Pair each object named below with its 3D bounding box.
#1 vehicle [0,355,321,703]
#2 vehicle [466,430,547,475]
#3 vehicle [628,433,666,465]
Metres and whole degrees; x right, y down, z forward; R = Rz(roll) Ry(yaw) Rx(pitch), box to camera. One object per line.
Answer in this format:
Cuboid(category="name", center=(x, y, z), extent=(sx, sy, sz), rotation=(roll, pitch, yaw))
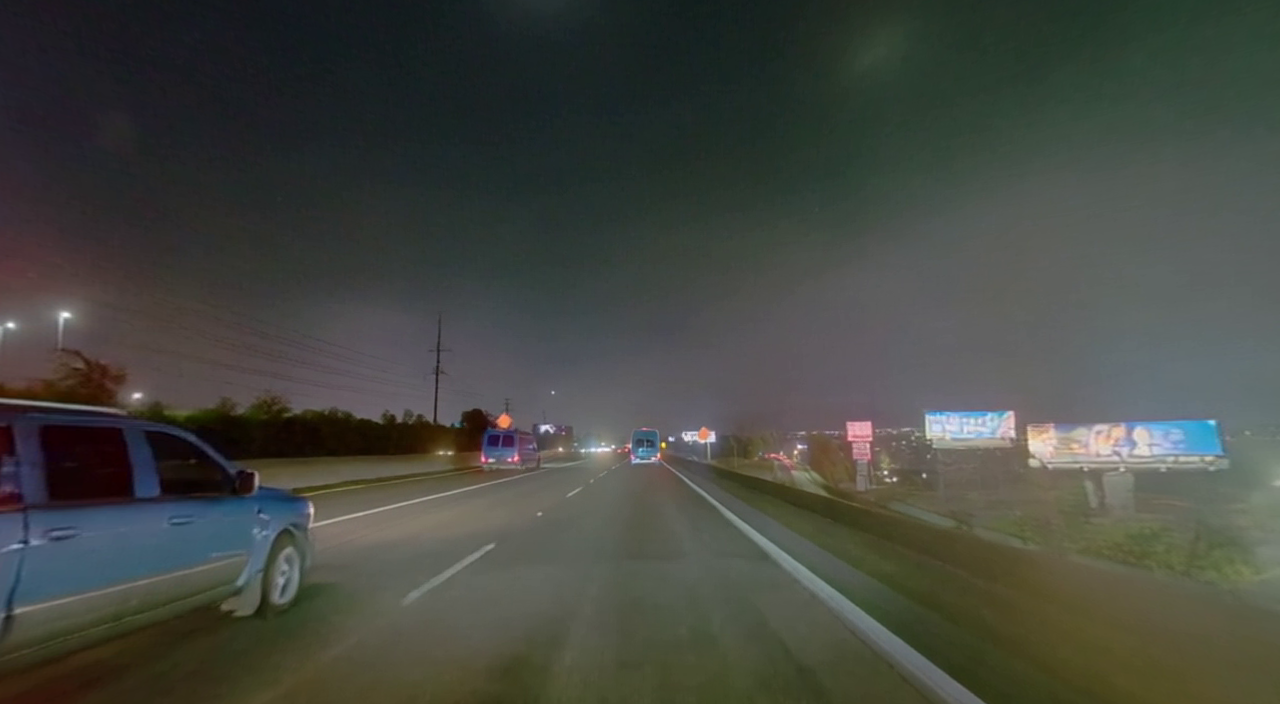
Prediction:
Cuboid(category="vehicle", center=(-3.916, 0.940, 3.118), extent=(2.145, 1.730, 4.729), rotation=(0, -8, 0))
Cuboid(category="vehicle", center=(-6.902, 5.307, 33.450), extent=(2.695, 2.084, 6.836), rotation=(0, -8, 1))
Cuboid(category="vehicle", center=(0.537, 7.326, 47.533), extent=(2.692, 2.279, 5.695), rotation=(0, -8, 0))
